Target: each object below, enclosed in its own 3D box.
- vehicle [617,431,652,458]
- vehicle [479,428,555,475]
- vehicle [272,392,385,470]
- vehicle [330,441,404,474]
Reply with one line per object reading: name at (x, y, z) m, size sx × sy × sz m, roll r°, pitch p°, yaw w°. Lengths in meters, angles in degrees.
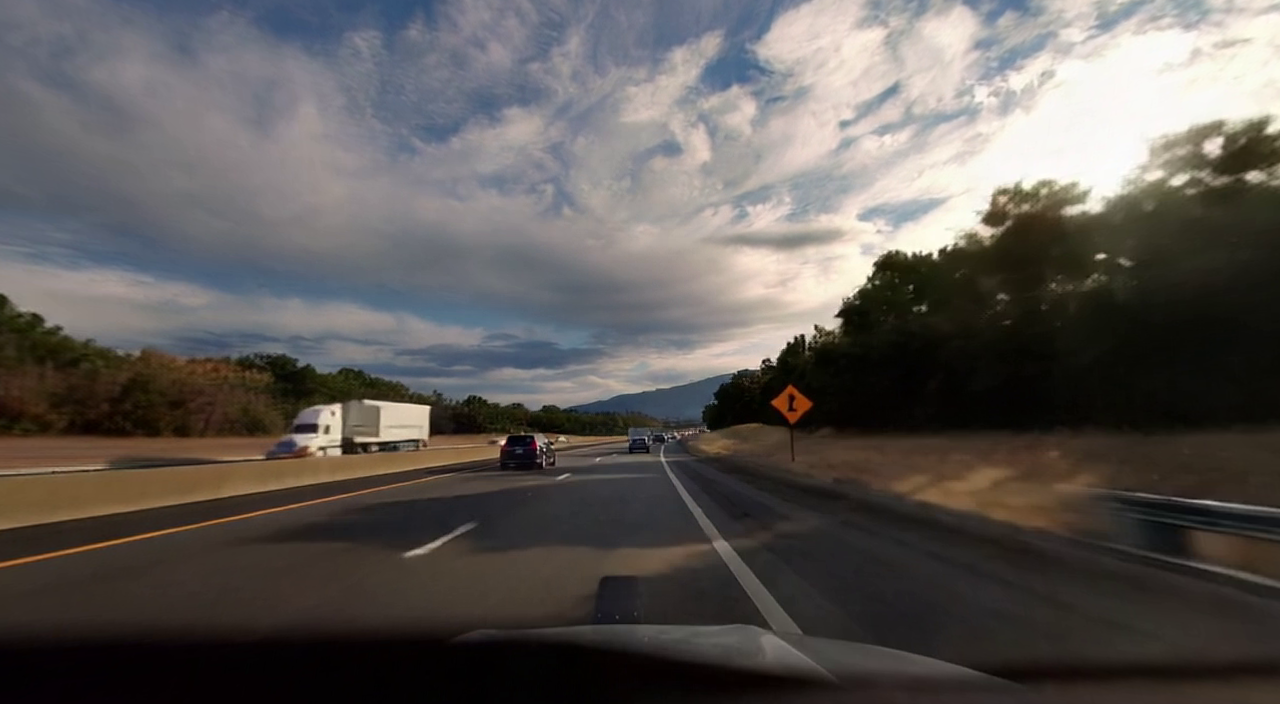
vehicle at (-0.338, 5.993, 40.767) m, size 2.146 × 1.636 × 4.026 m, roll 0°, pitch -8°, yaw -1°
vehicle at (-4.741, 3.908, 24.886) m, size 2.075 × 1.653 × 4.317 m, roll -1°, pitch -8°, yaw 1°
vehicle at (-17.399, 4.509, 35.685) m, size 3.120 × 3.985 × 5.992 m, roll -1°, pitch -8°, yaw 1°
vehicle at (-13.107, 5.065, 30.491) m, size 1.838 × 1.423 × 3.884 m, roll -1°, pitch -8°, yaw 1°
